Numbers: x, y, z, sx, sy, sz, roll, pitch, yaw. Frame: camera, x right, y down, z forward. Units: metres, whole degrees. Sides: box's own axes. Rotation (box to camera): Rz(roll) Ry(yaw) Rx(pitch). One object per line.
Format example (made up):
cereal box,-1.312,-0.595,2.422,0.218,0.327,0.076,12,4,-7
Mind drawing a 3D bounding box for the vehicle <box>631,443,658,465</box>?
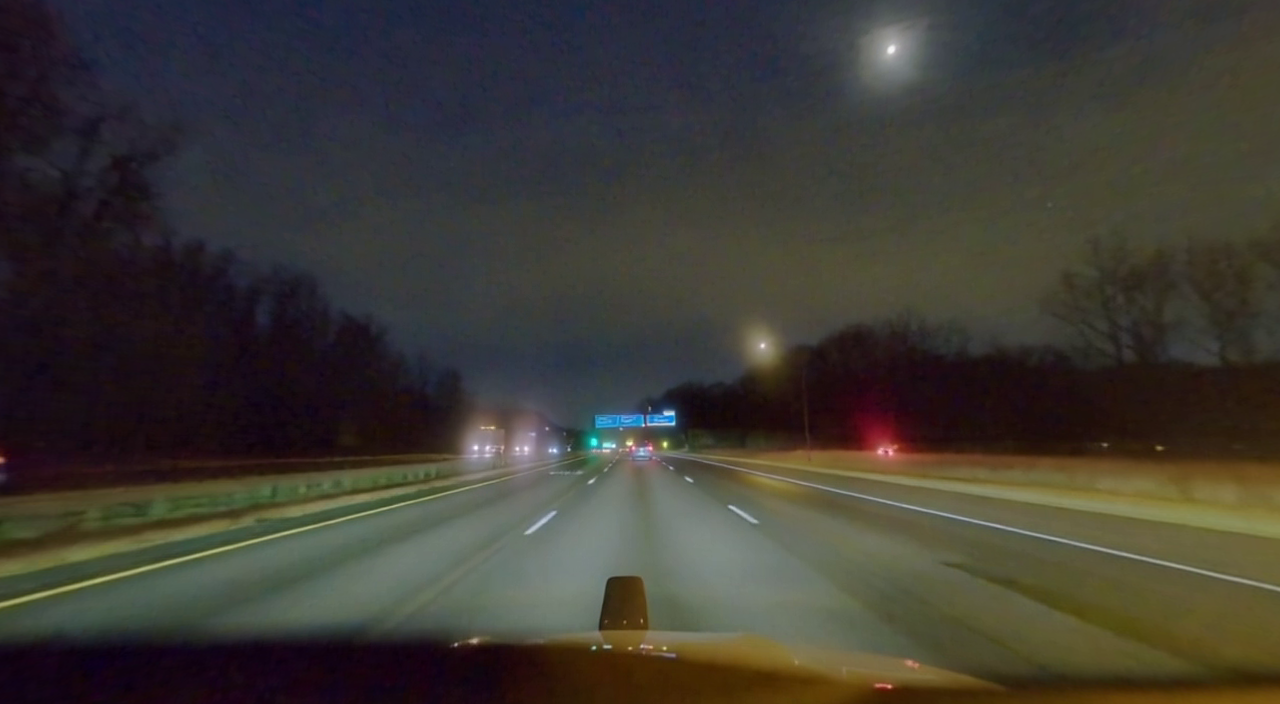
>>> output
vehicle,0.311,7.208,44.675,1.859,1.478,3.799,0,-8,0
